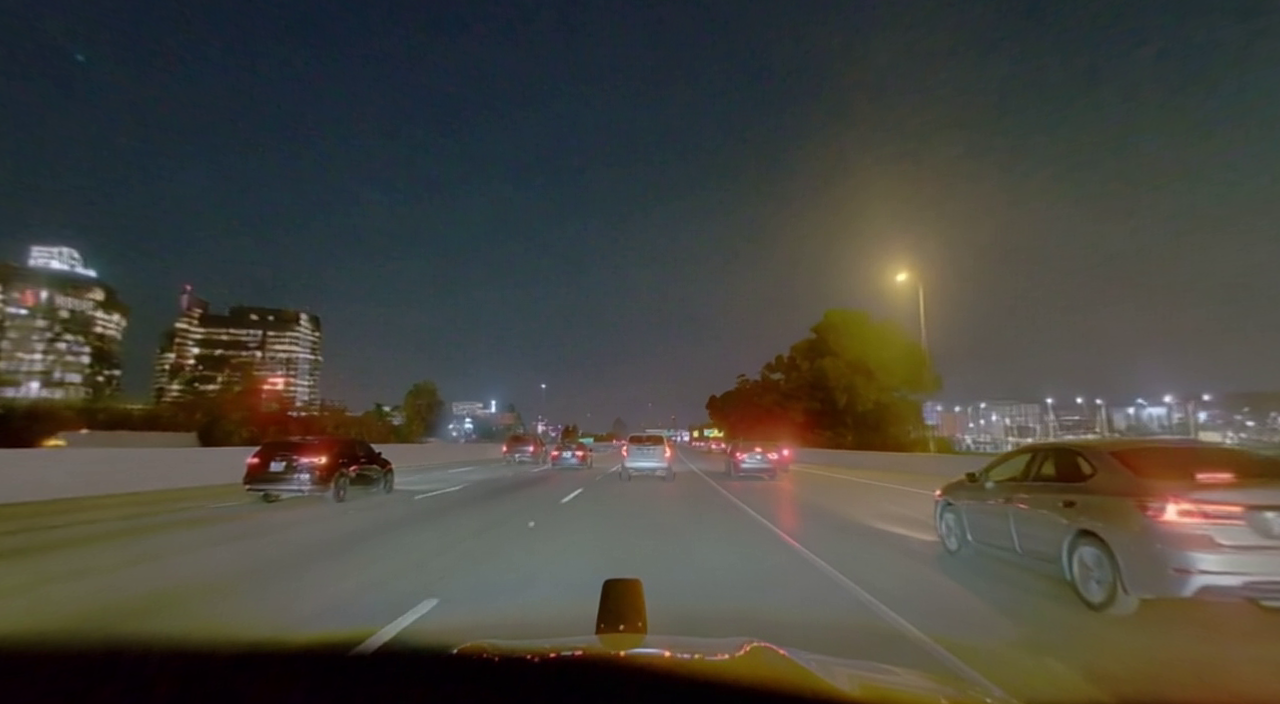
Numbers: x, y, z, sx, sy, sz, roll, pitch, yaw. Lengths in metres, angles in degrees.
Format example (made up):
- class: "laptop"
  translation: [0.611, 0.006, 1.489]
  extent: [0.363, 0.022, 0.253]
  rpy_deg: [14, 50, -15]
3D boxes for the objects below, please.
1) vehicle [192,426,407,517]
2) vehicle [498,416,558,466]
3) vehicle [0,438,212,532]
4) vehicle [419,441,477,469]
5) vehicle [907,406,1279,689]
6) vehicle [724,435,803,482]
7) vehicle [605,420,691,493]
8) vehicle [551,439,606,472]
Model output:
- class: "vehicle"
  translation: [-6.982, 2.476, 13.630]
  extent: [2.021, 1.632, 4.417]
  rpy_deg: [0, -8, 2]
- class: "vehicle"
  translation: [-6.791, 5.545, 39.295]
  extent: [2.358, 2.817, 7.055]
  rpy_deg: [0, -8, 1]
- class: "vehicle"
  translation: [-10.828, 2.395, 12.079]
  extent: [1.970, 1.441, 4.555]
  rpy_deg: [0, -8, 2]
- class: "vehicle"
  translation: [-10.659, 5.747, 35.324]
  extent: [1.923, 1.480, 3.905]
  rpy_deg: [0, -8, 1]
- class: "vehicle"
  translation: [4.324, 1.357, 5.614]
  extent: [1.915, 1.482, 4.537]
  rpy_deg: [0, -8, 0]
- class: "vehicle"
  translation: [4.278, 3.758, 22.559]
  extent: [1.942, 1.487, 4.518]
  rpy_deg: [0, -8, 0]
- class: "vehicle"
  translation: [0.253, 3.024, 18.651]
  extent: [2.209, 1.863, 4.626]
  rpy_deg: [0, -8, 1]
- class: "vehicle"
  translation: [-2.975, 5.105, 31.488]
  extent: [2.079, 1.499, 4.512]
  rpy_deg: [0, -8, 2]
